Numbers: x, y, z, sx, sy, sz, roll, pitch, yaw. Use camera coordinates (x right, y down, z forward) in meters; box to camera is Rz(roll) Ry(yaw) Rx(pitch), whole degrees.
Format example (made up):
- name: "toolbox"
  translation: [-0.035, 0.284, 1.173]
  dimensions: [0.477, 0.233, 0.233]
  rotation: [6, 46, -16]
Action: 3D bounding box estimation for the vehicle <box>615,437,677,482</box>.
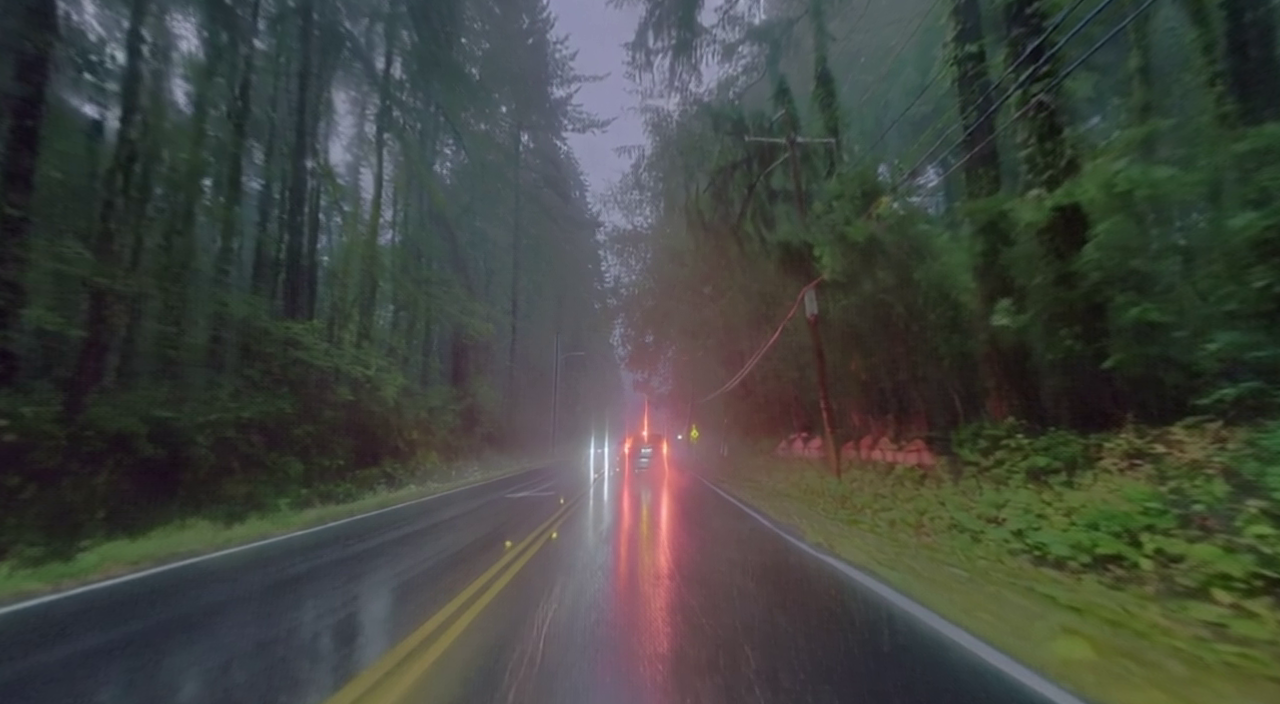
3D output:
- name: "vehicle"
  translation: [0.182, 3.930, 23.205]
  dimensions: [2.081, 1.503, 3.726]
  rotation: [0, -8, -1]
